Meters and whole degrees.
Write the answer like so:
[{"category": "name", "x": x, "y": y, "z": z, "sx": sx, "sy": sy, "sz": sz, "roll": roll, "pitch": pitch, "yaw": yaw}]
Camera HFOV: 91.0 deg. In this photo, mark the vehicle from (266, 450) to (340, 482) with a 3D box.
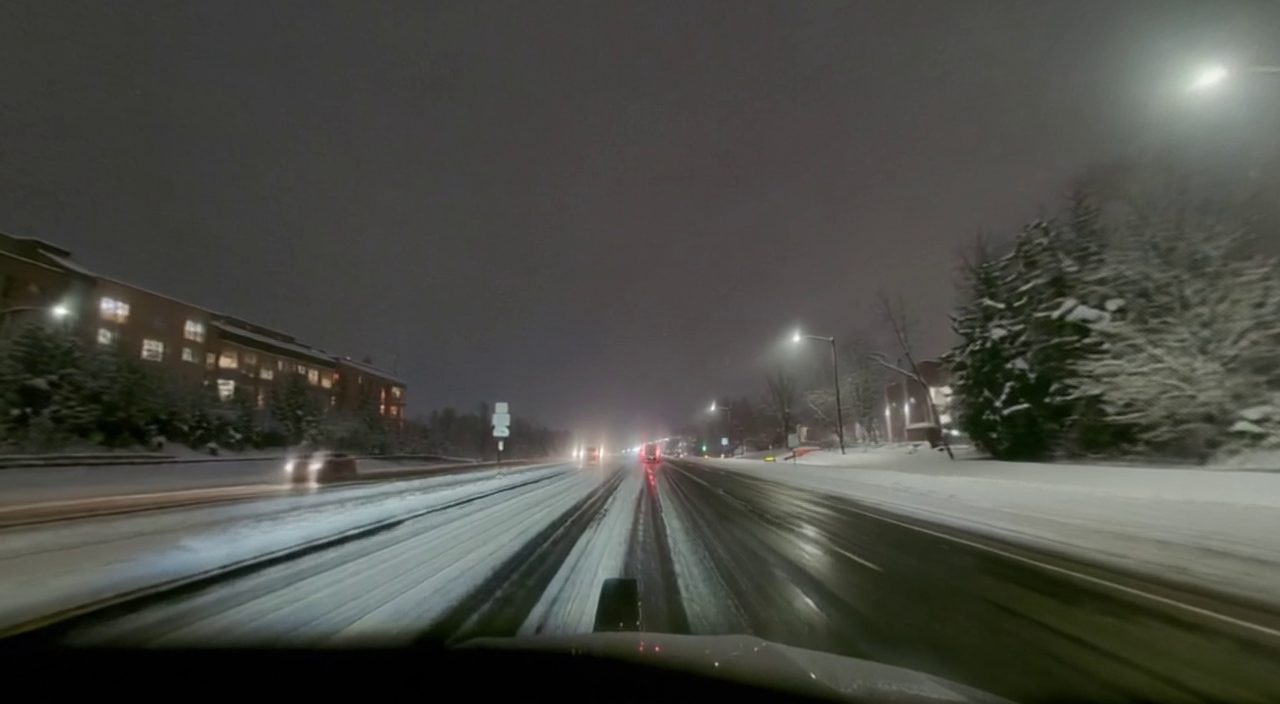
[{"category": "vehicle", "x": -19.305, "y": 6.517, "z": 36.305, "sx": 1.743, "sy": 1.657, "sz": 4.388, "roll": 0, "pitch": -9, "yaw": 2}]
